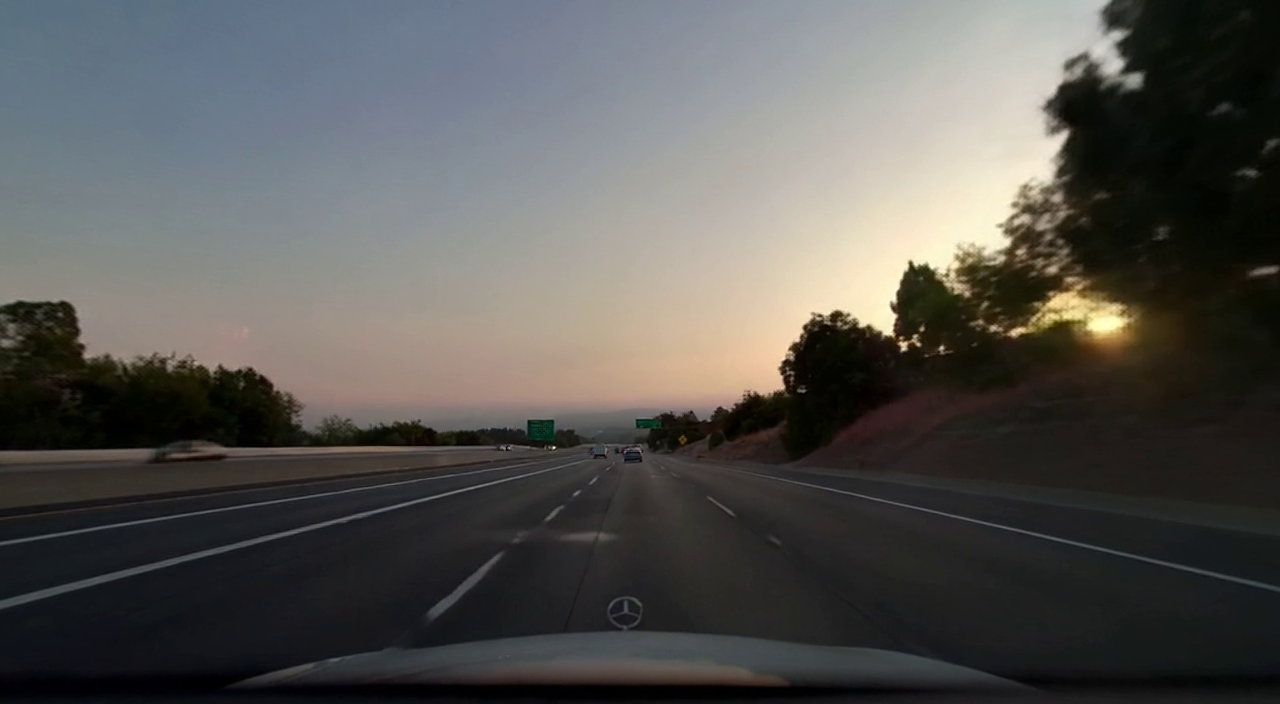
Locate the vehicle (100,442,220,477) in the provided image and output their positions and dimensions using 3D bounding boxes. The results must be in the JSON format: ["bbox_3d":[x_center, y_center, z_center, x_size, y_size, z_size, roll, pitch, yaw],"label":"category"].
[{"bbox_3d":[-24.943,5.576,32.941,2.103,1.669,5.235,0,-9,1],"label":"vehicle"}]
